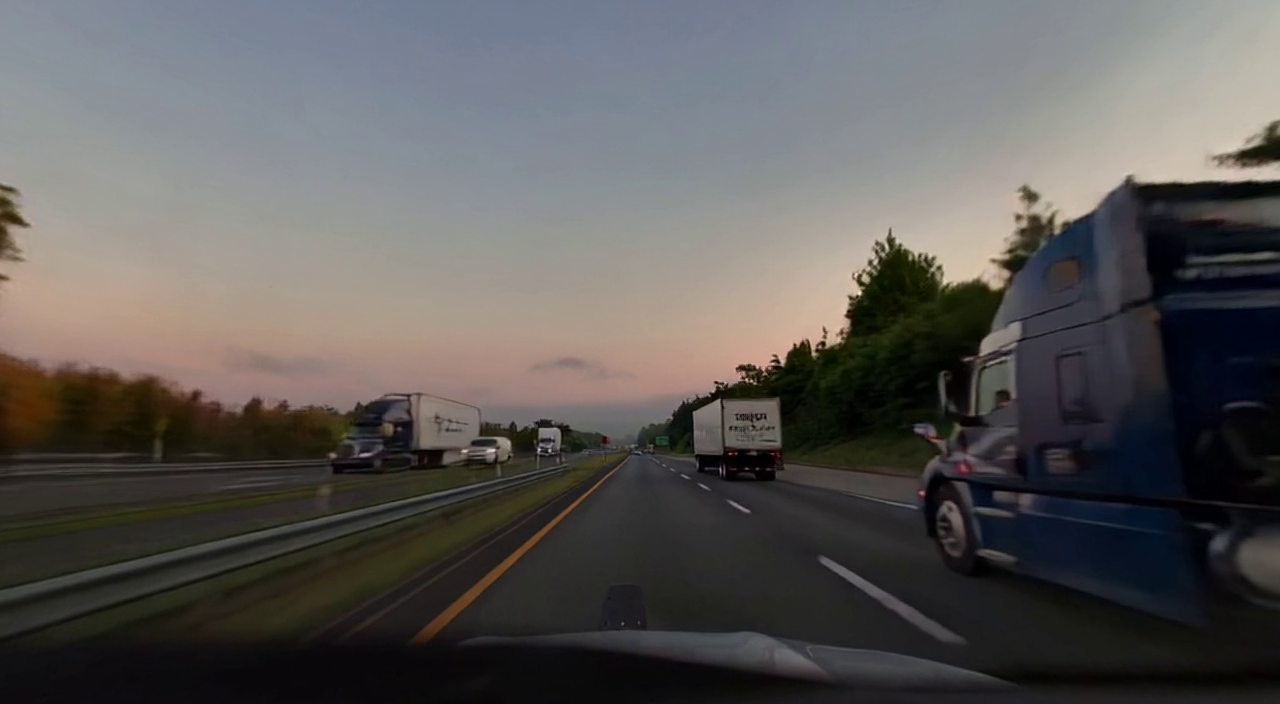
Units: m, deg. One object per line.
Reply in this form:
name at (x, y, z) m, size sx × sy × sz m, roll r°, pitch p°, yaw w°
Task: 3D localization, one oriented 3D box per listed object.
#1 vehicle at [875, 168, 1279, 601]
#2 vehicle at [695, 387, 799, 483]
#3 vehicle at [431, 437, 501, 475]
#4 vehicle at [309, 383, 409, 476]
vehicle at (4.899, 0.408, 7.403) m, size 3.007 × 4.189 × 2.696 m, roll 0°, pitch -9°, yaw 0°
vehicle at (5.165, 4.639, 34.015) m, size 2.983 × 4.030 × 14.444 m, roll 0°, pitch -9°, yaw 0°
vehicle at (-7.976, 4.841, 29.341) m, size 1.994 × 1.624 × 4.255 m, roll 0°, pitch -9°, yaw 1°
vehicle at (-12.274, 3.442, 27.782) m, size 3.005 × 3.912 × 2.596 m, roll 0°, pitch -9°, yaw 0°
